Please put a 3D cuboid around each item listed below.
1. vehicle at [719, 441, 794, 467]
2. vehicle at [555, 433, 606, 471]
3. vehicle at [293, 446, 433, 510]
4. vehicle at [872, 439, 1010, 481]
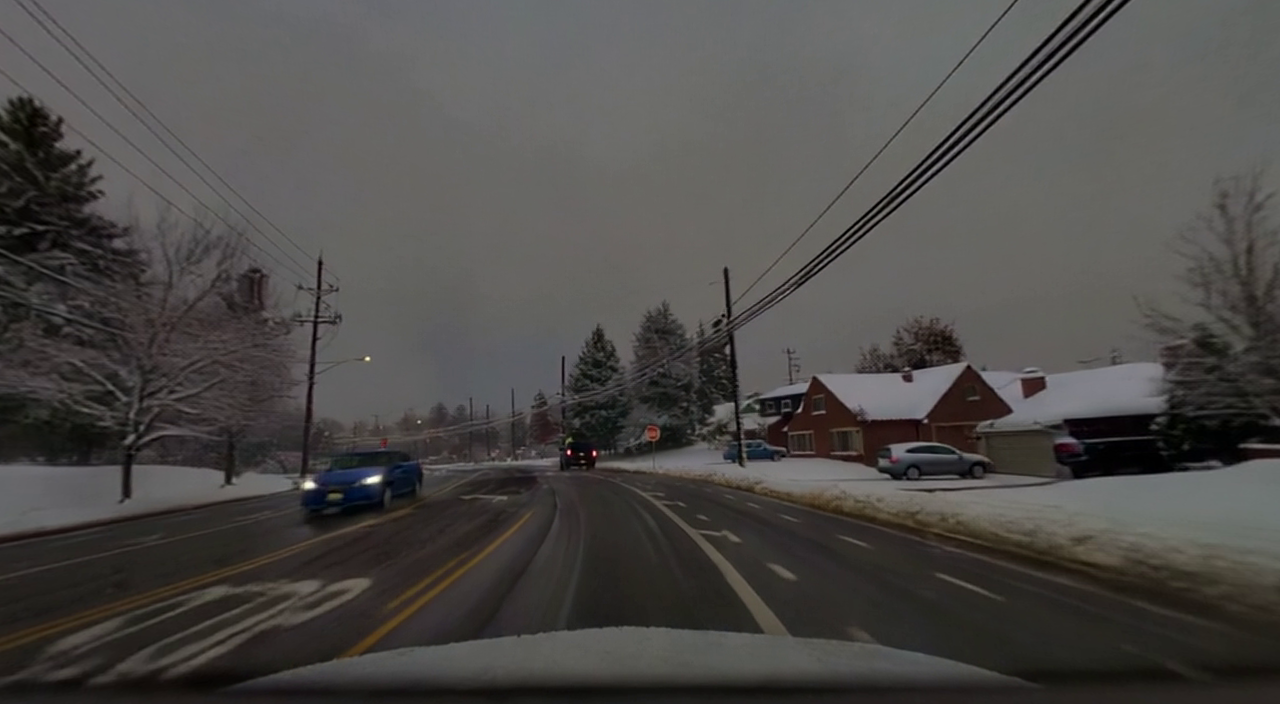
[{"bbox_3d":[7.893,6.924,42.858,4.582,1.707,1.934,2,-9,-13],"label":"vehicle"},{"bbox_3d":[-3.380,5.478,34.940,2.284,1.741,4.702,4,-7,-11],"label":"vehicle"},{"bbox_3d":[-7.277,3.308,17.151,2.003,1.483,4.545,0,-8,-4],"label":"vehicle"},{"bbox_3d":[11.481,4.129,24.215,4.383,1.508,1.884,1,-8,-6],"label":"vehicle"}]
